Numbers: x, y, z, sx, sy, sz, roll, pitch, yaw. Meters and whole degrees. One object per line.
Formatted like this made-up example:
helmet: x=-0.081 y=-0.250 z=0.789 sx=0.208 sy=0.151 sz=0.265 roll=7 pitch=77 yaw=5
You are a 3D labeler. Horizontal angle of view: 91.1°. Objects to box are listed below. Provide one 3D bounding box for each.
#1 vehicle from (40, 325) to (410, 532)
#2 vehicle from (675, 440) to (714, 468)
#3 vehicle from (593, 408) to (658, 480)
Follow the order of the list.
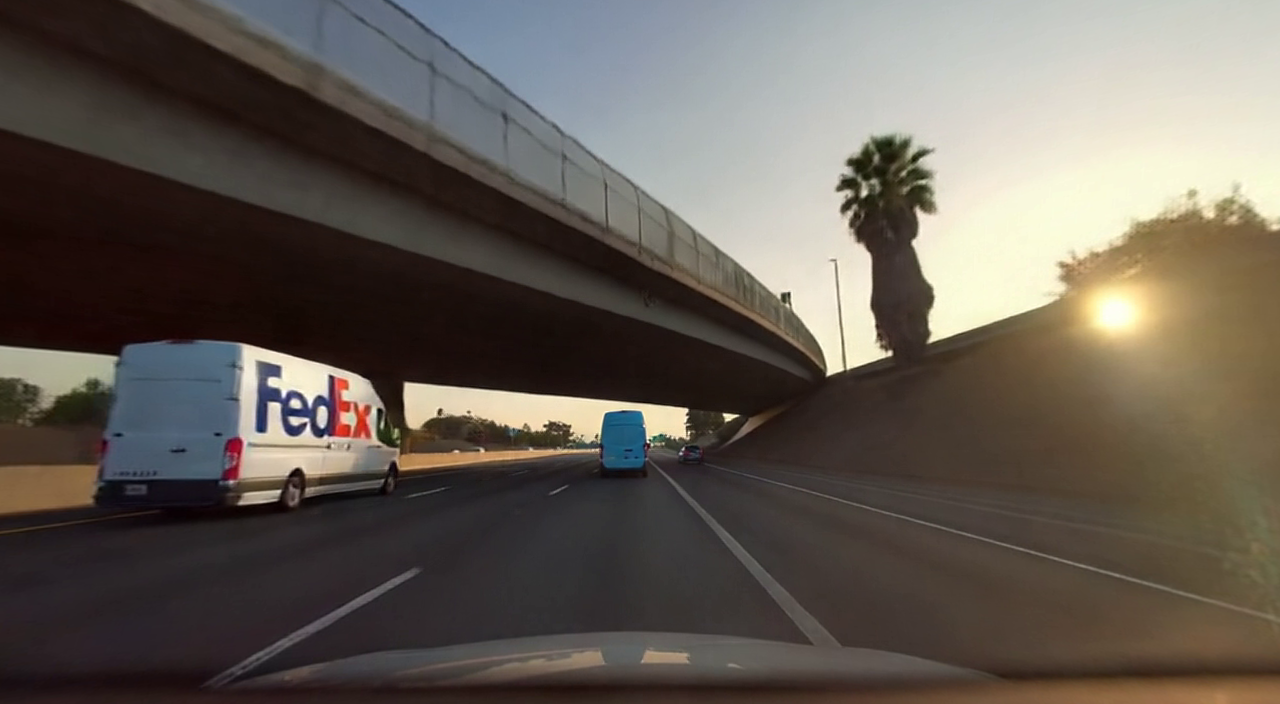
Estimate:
vehicle: x=-7.762 y=1.737 z=13.435 sx=2.965 sy=3.178 sz=7.188 roll=1 pitch=-9 yaw=-1
vehicle: x=3.367 y=6.357 z=39.398 sx=1.987 sy=1.648 sz=3.984 roll=0 pitch=-9 yaw=-1
vehicle: x=-0.538 y=3.955 z=27.024 sx=2.476 sy=2.776 sz=5.598 roll=0 pitch=-9 yaw=1
